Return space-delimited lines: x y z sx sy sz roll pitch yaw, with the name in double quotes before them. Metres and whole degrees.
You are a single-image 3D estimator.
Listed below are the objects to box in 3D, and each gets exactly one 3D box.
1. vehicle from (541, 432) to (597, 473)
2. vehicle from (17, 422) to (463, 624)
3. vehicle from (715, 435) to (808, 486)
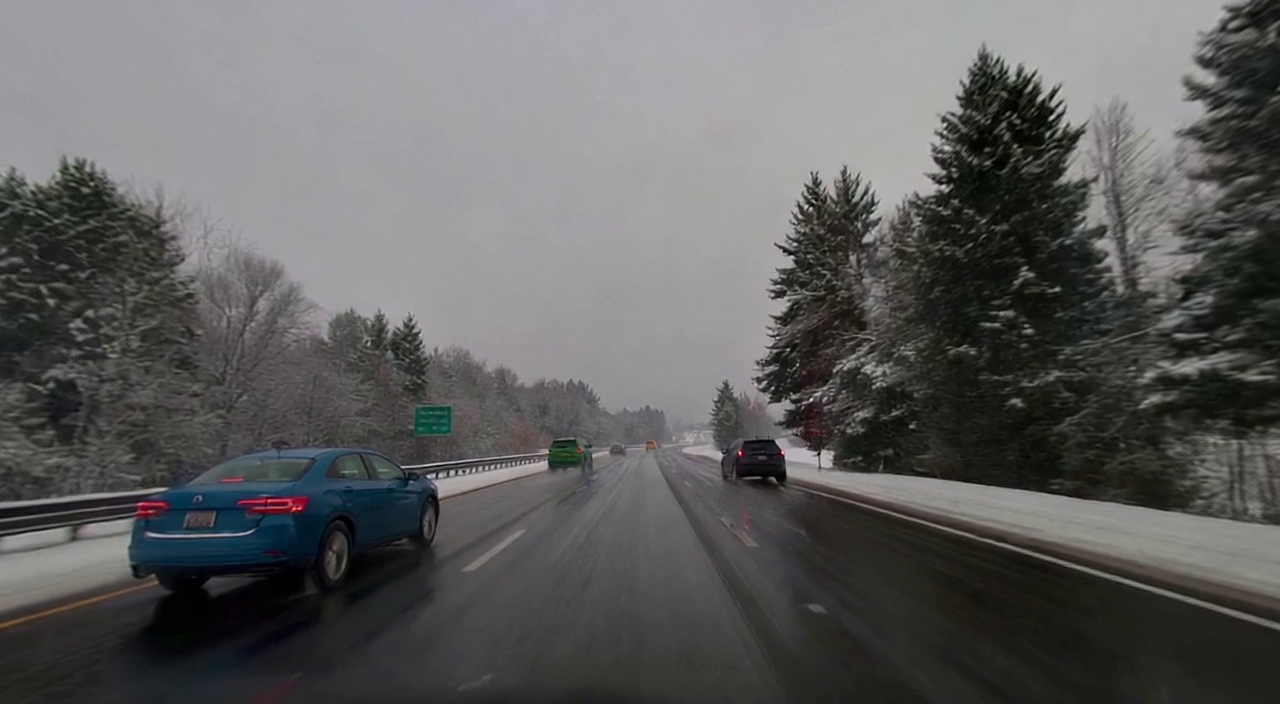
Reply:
"vehicle" -3.363 4.902 30.844 2.122 1.847 4.696 0 -8 1
"vehicle" -3.600 1.592 6.954 1.948 1.475 4.461 0 -8 1
"vehicle" 3.847 3.529 20.812 2.100 1.472 4.533 0 -8 -1
